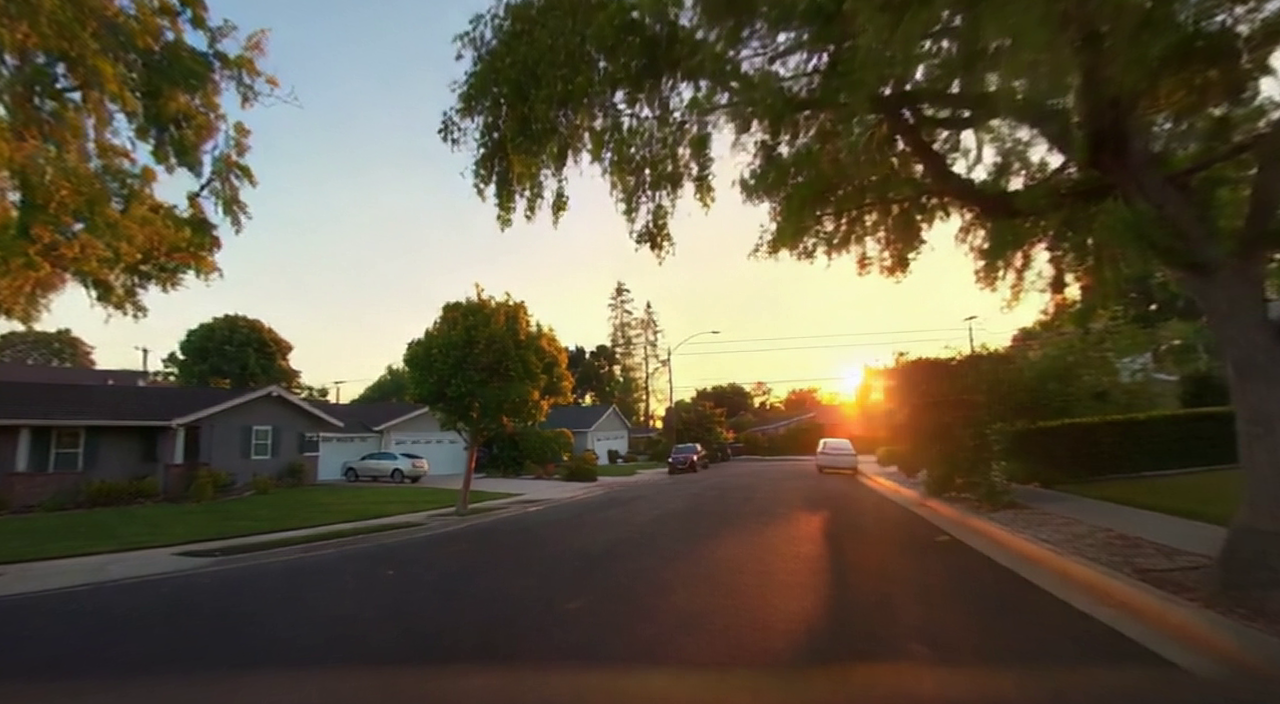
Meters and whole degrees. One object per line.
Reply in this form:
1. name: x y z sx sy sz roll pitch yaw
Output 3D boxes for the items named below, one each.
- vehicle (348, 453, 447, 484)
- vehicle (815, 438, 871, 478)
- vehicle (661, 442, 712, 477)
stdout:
1. vehicle: -12.334 5.906 32.196 4.404 1.495 1.844 -2 -9 15
2. vehicle: 8.874 4.625 27.919 2.005 1.553 3.984 0 -8 13
3. vehicle: 2.977 6.676 39.546 2.208 1.834 4.675 -8 -10 13
